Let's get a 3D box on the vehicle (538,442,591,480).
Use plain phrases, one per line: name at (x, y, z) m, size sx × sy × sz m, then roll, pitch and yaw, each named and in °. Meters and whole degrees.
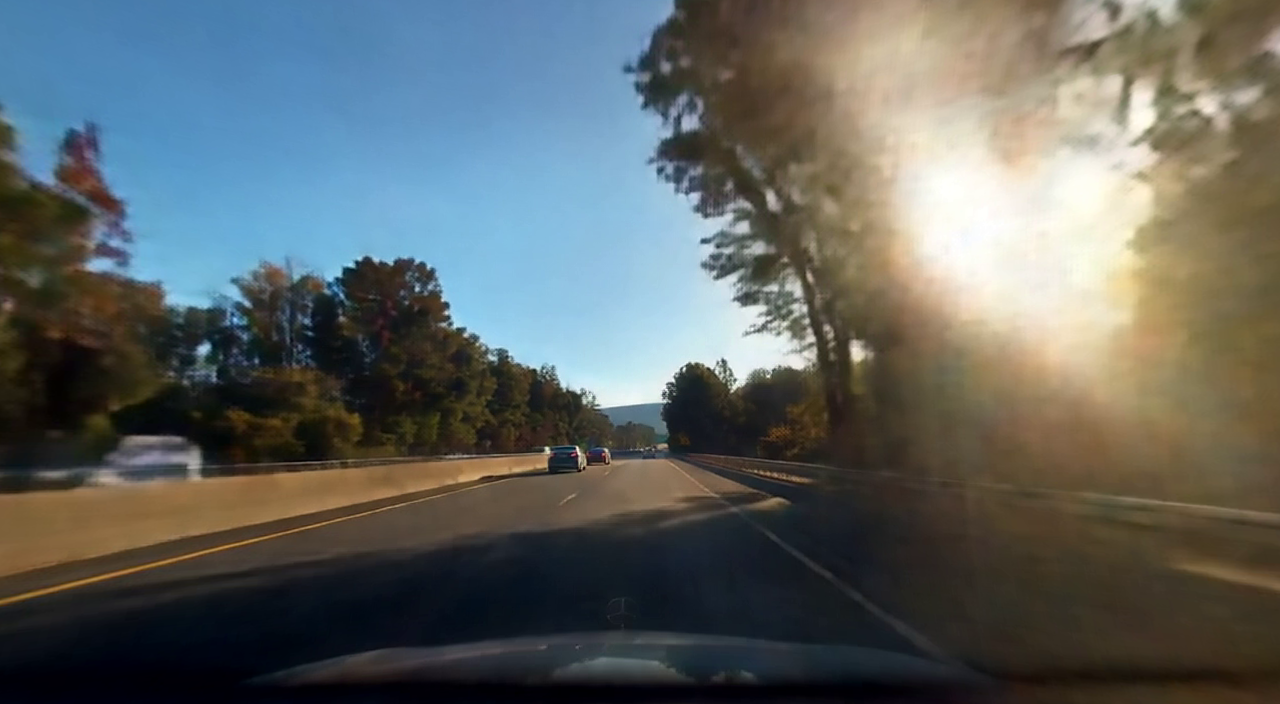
vehicle at (-3.388, 4.967, 29.017) m, size 1.846 × 1.600 × 4.108 m, roll 0°, pitch -9°, yaw 1°
